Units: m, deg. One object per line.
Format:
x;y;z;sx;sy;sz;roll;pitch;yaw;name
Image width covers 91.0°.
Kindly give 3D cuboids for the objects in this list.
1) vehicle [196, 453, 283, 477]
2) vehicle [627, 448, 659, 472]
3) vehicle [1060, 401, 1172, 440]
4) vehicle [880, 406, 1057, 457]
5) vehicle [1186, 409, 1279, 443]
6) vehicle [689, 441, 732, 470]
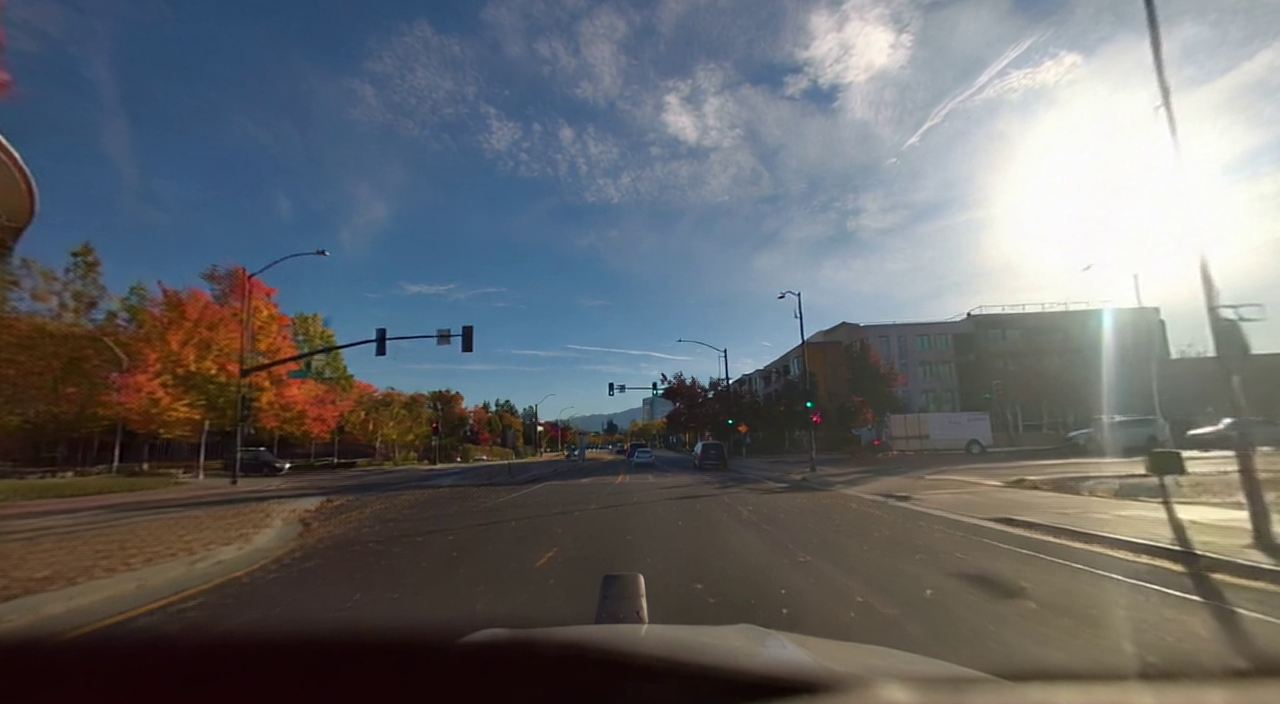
-26.793;7.540;42.184;4.500;1.555;1.913;0;-9;3;vehicle
0.186;7.126;41.698;2.014;1.525;4.197;0;-9;-1;vehicle
23.421;3.466;31.268;1.887;1.635;4.695;1;-9;0;vehicle
23.647;5.858;45.944;10.893;3.534;3.195;0;-9;5;vehicle
30.427;3.784;31.838;1.729;1.507;4.279;-1;-9;1;vehicle
4.525;6.757;41.230;2.174;1.749;4.739;0;-9;-2;vehicle
